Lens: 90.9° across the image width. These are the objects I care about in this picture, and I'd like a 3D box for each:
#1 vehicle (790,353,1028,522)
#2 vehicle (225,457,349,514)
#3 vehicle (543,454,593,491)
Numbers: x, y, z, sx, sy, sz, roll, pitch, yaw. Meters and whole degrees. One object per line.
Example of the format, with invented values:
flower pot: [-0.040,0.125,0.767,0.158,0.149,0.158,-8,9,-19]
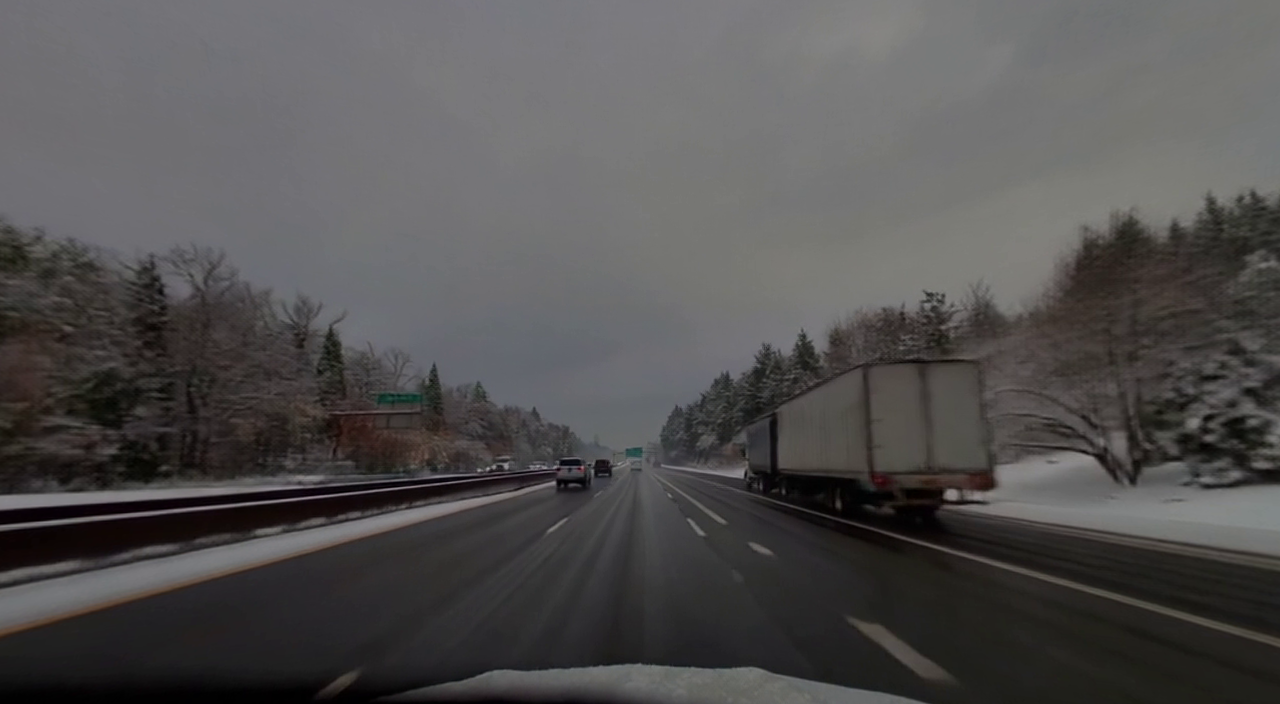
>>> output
vehicle: [7.542,3.012,19.851,3.235,4.088,9.243,0,-12,0]
vehicle: [-11.842,4.488,21.487,1.891,1.730,3.977,1,-10,-1]
vehicle: [-3.991,6.837,35.839,2.272,1.873,4.832,1,-10,0]
